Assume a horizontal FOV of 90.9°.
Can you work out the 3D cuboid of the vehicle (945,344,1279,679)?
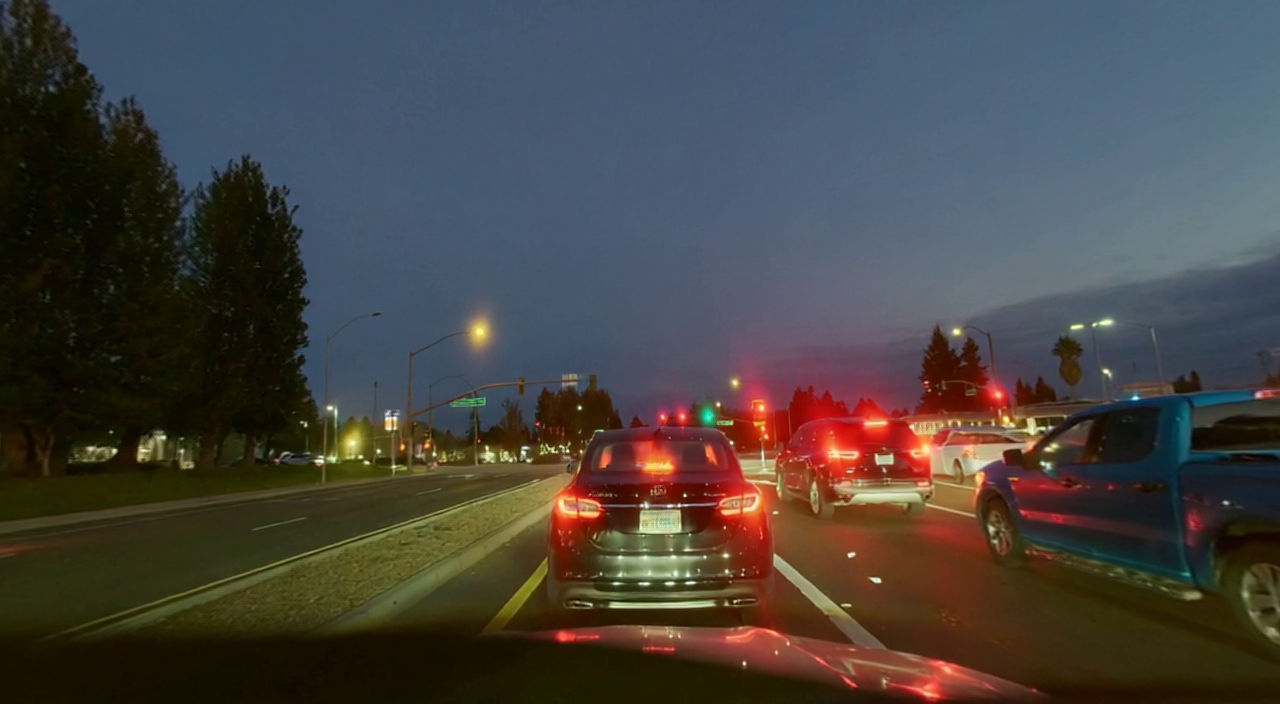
[{"bbox_3d":[4.500,1.064,4.812,2.019,1.803,4.634,0,-8,0],"label":"vehicle"}]

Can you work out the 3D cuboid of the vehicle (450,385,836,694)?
[{"bbox_3d":[-0.014,1.315,5.528,2.116,1.677,3.948,0,-8,-1],"label":"vehicle"}]

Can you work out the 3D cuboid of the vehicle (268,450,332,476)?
[{"bbox_3d":[-24.078,7.839,44.871,1.798,1.706,4.385,-1,-8,6],"label":"vehicle"}]

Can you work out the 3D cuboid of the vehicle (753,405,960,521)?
[{"bbox_3d":[4.179,2.283,13.554,2.319,1.930,5.651,0,-8,-1],"label":"vehicle"}]
